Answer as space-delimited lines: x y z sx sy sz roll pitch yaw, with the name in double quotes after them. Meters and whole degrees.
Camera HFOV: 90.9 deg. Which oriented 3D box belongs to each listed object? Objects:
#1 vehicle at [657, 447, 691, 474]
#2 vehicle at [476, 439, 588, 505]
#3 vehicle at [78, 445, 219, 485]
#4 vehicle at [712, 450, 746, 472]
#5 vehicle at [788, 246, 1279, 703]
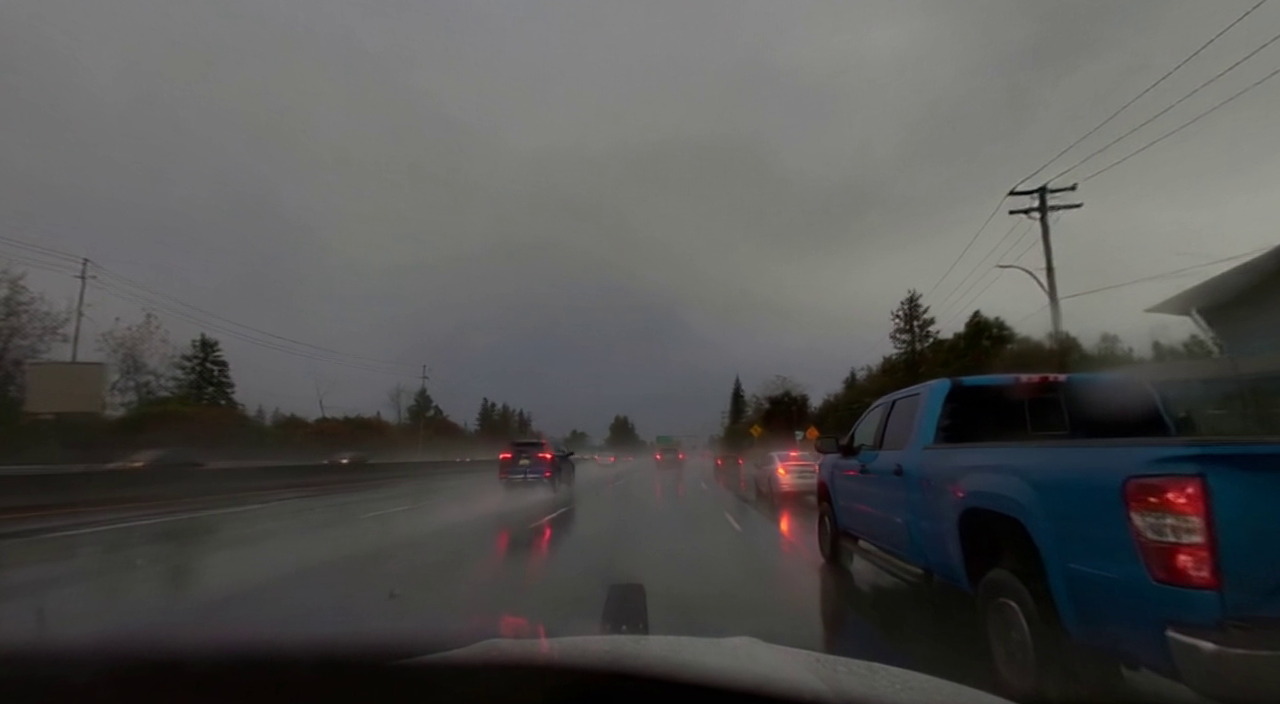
2.254 7.110 41.526 2.080 1.682 4.150 -1 -8 3 "vehicle"
-3.077 3.535 19.133 2.209 1.714 4.576 -1 -8 5 "vehicle"
-22.645 5.199 29.405 2.102 1.652 5.303 -1 -8 3 "vehicle"
6.469 7.966 46.242 2.072 1.456 4.537 -1 -8 3 "vehicle"
3.347 1.143 5.362 3.024 2.092 6.797 -1 -8 5 "vehicle"
